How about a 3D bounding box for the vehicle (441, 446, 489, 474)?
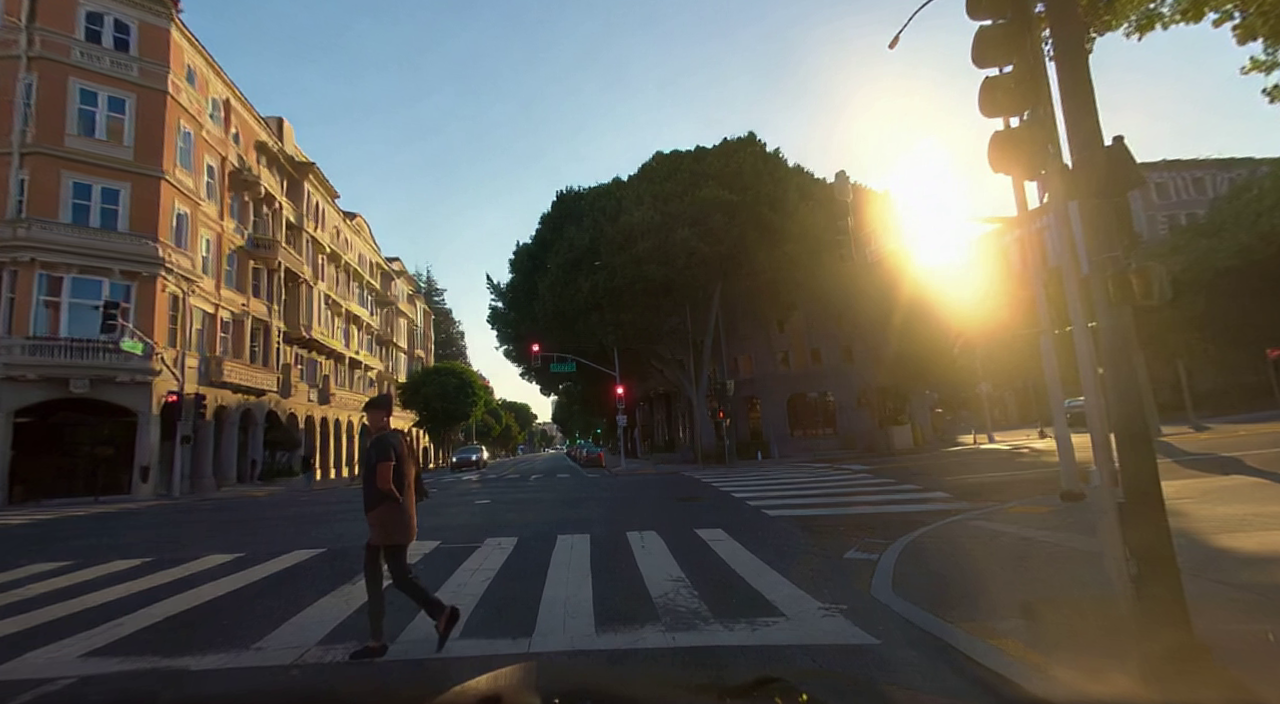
[{"bbox_3d":[-10.470,6.460,38.078,2.196,1.503,4.371,1,-8,-8],"label":"vehicle"}]
